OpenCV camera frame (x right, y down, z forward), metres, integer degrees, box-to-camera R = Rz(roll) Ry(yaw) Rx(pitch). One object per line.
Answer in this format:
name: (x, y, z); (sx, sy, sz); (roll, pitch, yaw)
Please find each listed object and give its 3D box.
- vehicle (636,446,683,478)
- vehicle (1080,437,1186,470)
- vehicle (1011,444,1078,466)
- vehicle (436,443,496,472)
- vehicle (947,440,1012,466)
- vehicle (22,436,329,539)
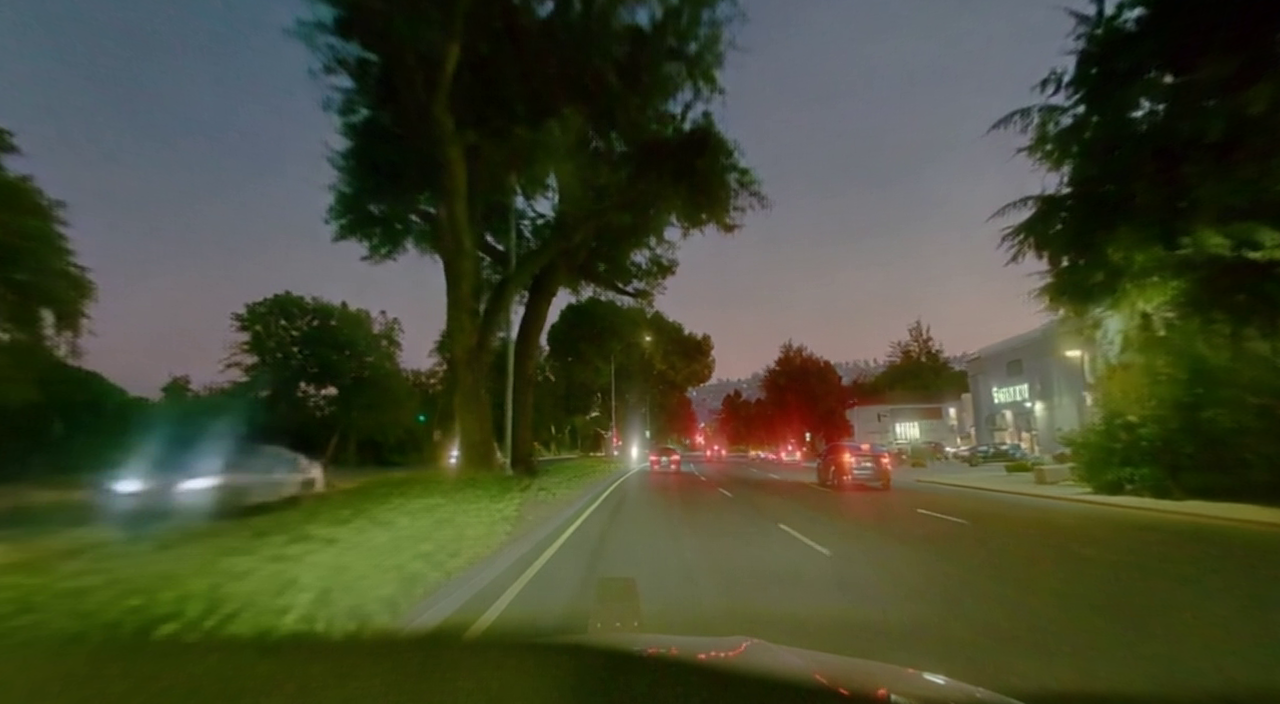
vehicle: (0.981, 5.304, 30.752); (2.095, 1.456, 3.873); (-1, -9, 3)
vehicle: (24.194, 5.048, 31.239); (1.780, 1.463, 4.112); (-1, -10, -2)
vehicle: (28.206, 7.173, 44.198); (1.844, 1.481, 3.904); (0, -9, -4)
vehicle: (-10.384, 6.307, 38.068); (1.987, 1.626, 4.654); (-1, -9, 4)
vehicle: (23.226, 6.932, 43.363); (1.864, 1.655, 4.179); (0, -9, -4)
vehicle: (-8.053, 2.363, 11.749); (2.063, 1.483, 4.751); (-1, -9, 1)
